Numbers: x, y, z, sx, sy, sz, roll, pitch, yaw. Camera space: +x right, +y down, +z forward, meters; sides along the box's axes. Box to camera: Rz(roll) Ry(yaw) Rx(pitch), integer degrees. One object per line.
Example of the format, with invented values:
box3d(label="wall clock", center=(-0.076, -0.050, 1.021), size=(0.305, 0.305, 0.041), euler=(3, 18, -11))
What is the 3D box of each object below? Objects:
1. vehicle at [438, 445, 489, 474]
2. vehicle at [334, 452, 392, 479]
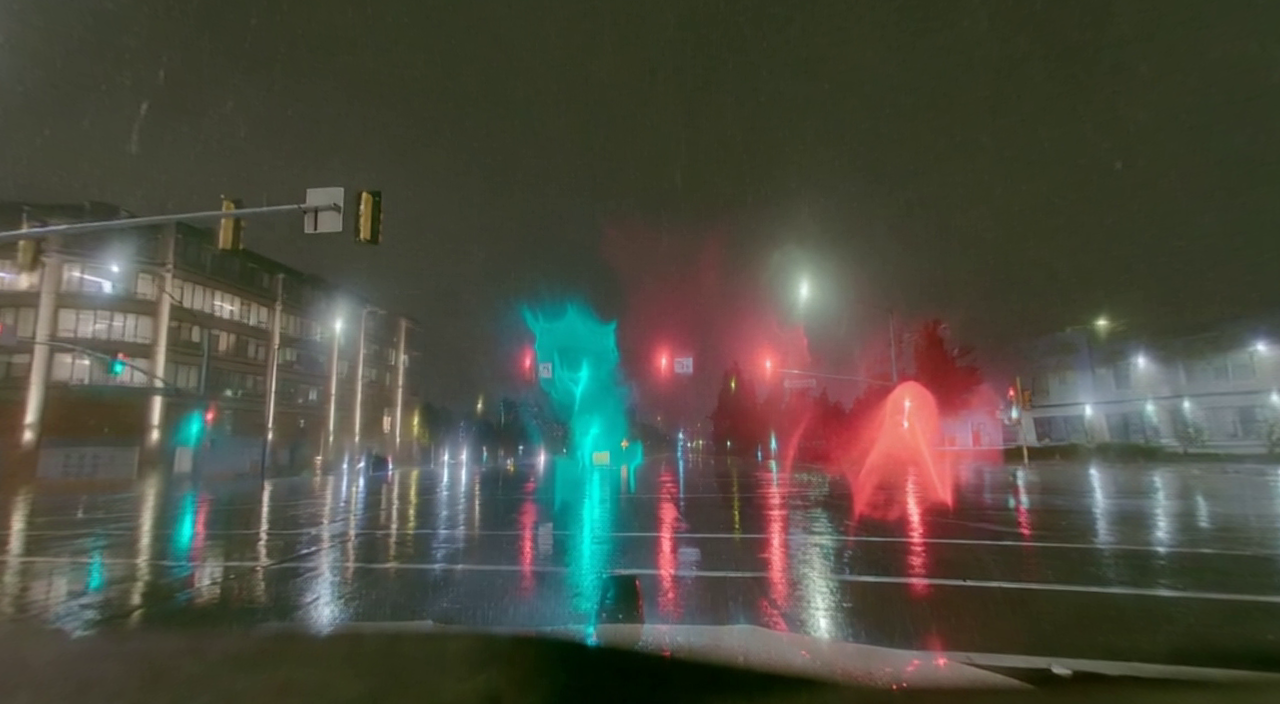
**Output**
box3d(label="vehicle", center=(-12.194, 7.427, 43.926), size=(2.151, 1.847, 4.634), euler=(0, -9, 1))
box3d(label="vehicle", center=(-18.867, 7.739, 43.214), size=(1.933, 1.664, 4.255), euler=(0, -9, 1))
